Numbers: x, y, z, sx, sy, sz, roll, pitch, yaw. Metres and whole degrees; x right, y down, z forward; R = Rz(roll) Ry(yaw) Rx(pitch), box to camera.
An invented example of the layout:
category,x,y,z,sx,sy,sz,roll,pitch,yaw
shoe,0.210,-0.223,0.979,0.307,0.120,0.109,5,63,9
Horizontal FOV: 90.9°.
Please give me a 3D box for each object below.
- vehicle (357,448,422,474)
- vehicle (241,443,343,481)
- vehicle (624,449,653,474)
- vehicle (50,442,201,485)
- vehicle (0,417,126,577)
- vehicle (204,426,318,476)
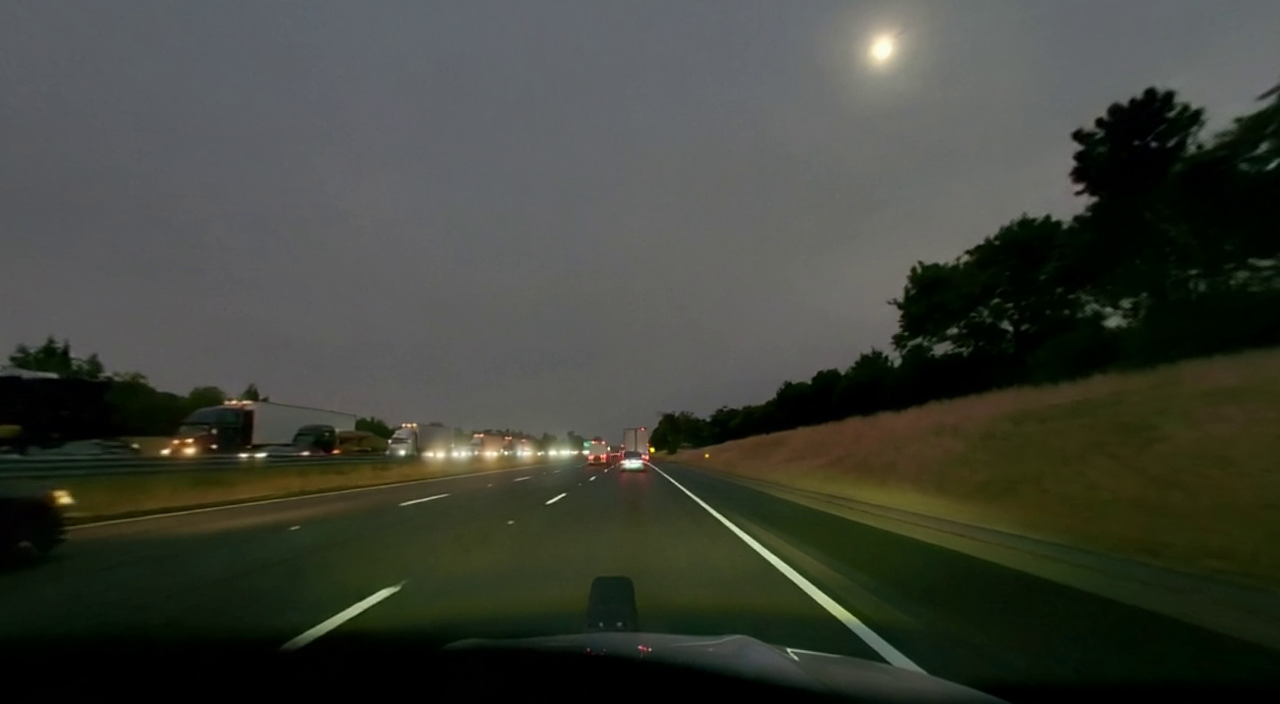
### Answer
category,x,y,z,sx,sy,sz,roll,pitch,yaw
vehicle,-14.562,6.353,36.918,1.976,1.423,4.416,0,-9,0
vehicle,-14.389,4.572,26.368,1.891,1.426,4.156,0,-9,-1
vehicle,-0.128,7.819,45.057,2.009,1.657,3.962,0,-9,-1
vehicle,-19.306,4.196,23.986,1.948,1.434,4.490,0,-9,0
vehicle,-7.632,1.385,5.768,2.004,1.629,4.506,0,-9,0
vehicle,-19.109,5.053,32.241,2.223,2.287,5.862,0,-9,-1
